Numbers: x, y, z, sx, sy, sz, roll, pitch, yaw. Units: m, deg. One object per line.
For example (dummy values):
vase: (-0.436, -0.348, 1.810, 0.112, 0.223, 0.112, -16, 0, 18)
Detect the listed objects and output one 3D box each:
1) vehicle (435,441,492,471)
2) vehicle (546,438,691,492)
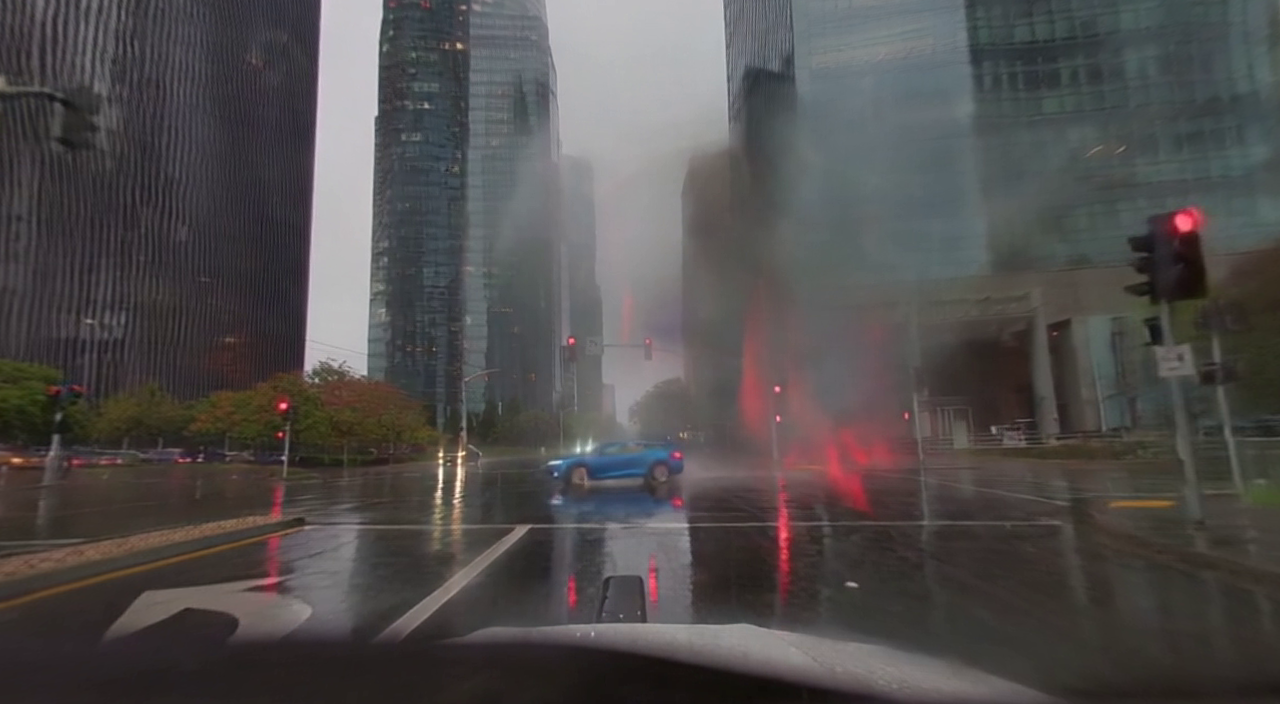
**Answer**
vehicle: (-11.490, 6.808, 41.392, 2.069, 1.771, 4.947, 0, -9, 3)
vehicle: (-0.711, 3.604, 20.382, 4.218, 1.572, 2.065, 4, -9, -22)
